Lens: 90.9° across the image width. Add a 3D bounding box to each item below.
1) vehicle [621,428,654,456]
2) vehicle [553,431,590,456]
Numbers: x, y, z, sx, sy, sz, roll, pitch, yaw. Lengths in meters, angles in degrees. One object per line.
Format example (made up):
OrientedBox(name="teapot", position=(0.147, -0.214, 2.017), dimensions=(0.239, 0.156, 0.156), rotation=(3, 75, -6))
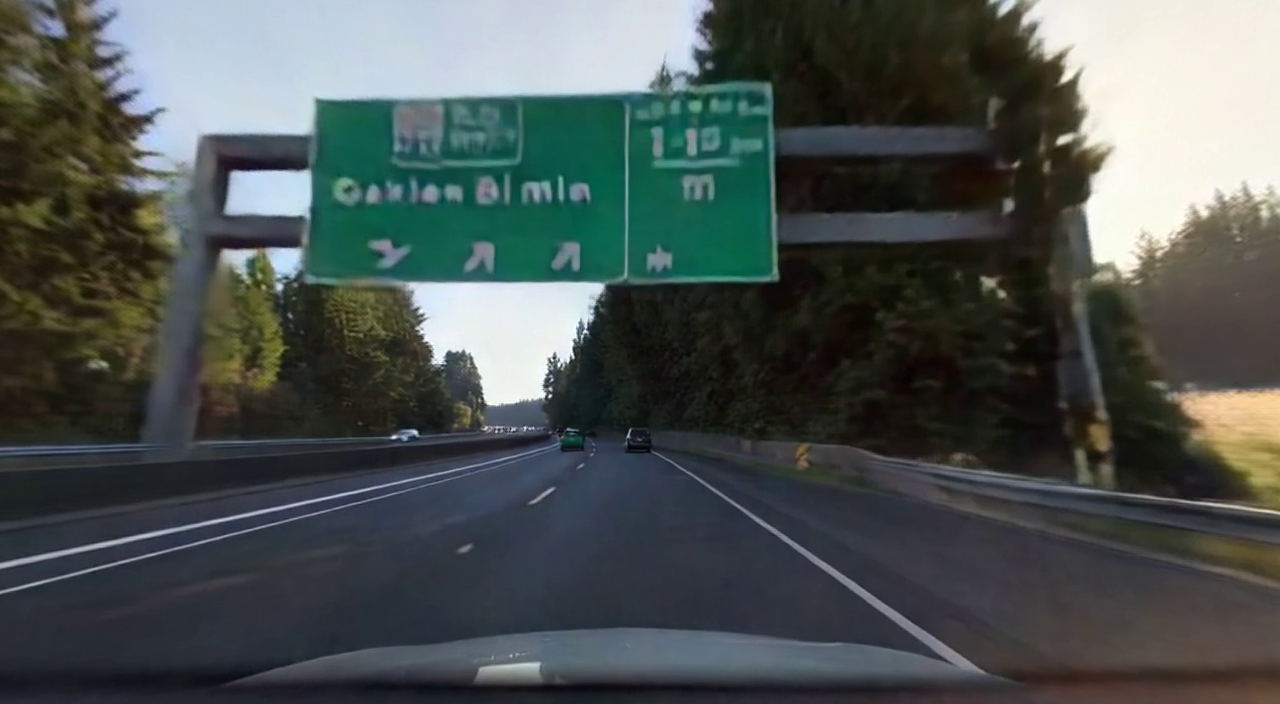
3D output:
OrientedBox(name="vehicle", position=(-0.217, 6.181, 43.428), dimensions=(2.170, 1.790, 4.490), rotation=(0, -8, -1))
OrientedBox(name="vehicle", position=(-4.577, 6.144, 42.536), dimensions=(2.055, 1.610, 4.116), rotation=(0, -8, 0))
